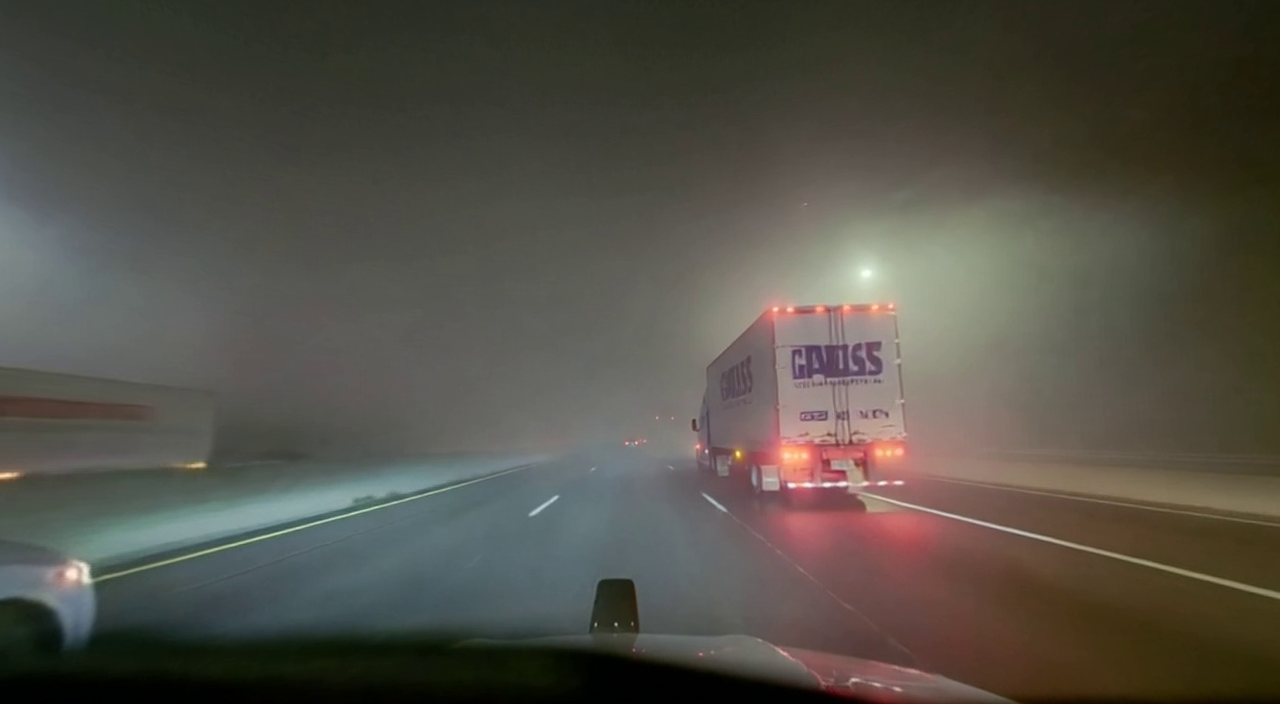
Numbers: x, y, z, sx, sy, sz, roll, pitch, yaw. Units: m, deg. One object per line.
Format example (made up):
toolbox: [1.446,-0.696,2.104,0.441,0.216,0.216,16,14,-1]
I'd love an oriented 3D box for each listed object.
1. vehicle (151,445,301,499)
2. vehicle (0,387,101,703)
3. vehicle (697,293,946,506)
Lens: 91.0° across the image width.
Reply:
vehicle: [-12.851,3.700,19.934,1.811,1.446,4.376,0,-8,-1]
vehicle: [-3.555,0.679,0.864,1.990,1.520,4.100,0,-8,0]
vehicle: [4.087,1.878,19.289,2.976,4.064,14.619,0,-8,-1]
